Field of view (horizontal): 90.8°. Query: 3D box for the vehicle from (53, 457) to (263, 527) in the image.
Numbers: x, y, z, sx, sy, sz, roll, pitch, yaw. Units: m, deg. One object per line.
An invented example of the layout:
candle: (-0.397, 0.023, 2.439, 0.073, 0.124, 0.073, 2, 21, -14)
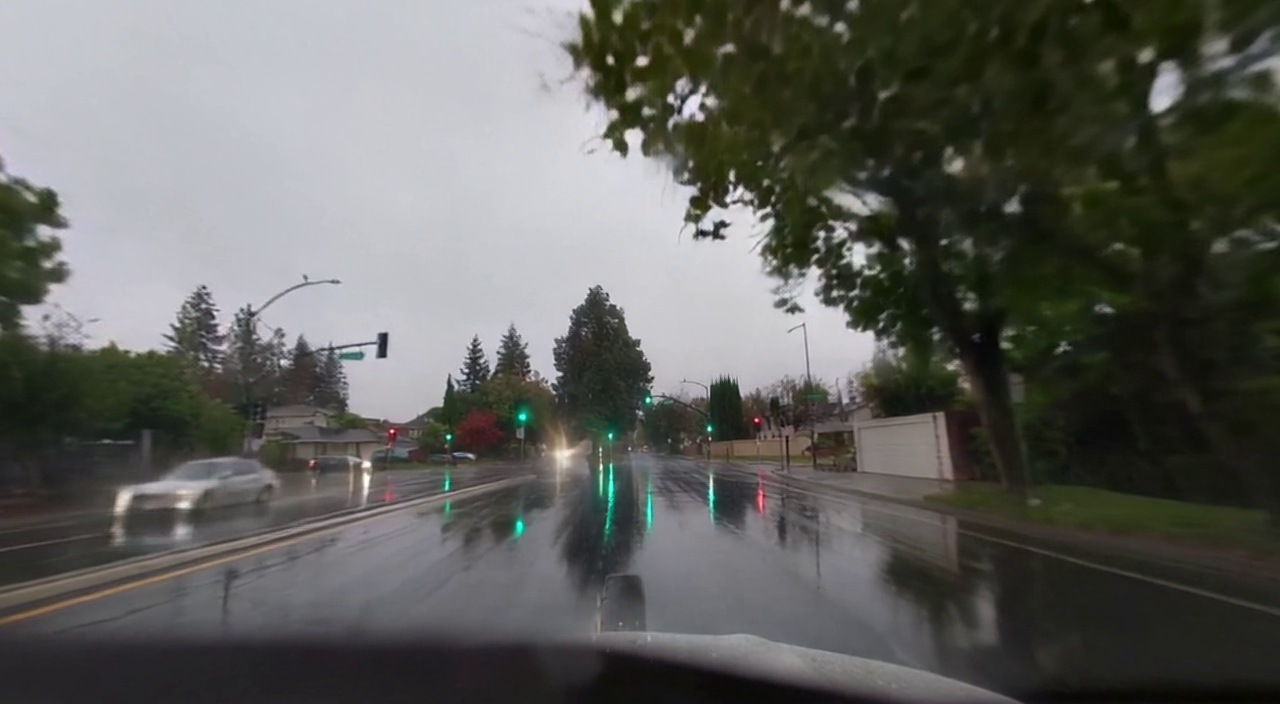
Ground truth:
vehicle: (-12.604, 3.634, 17.037, 1.923, 1.516, 4.735, 0, -9, 0)

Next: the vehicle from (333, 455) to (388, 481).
vehicle: (-17.483, 7.184, 39.382, 2.018, 1.500, 4.433, 6, -11, -37)
